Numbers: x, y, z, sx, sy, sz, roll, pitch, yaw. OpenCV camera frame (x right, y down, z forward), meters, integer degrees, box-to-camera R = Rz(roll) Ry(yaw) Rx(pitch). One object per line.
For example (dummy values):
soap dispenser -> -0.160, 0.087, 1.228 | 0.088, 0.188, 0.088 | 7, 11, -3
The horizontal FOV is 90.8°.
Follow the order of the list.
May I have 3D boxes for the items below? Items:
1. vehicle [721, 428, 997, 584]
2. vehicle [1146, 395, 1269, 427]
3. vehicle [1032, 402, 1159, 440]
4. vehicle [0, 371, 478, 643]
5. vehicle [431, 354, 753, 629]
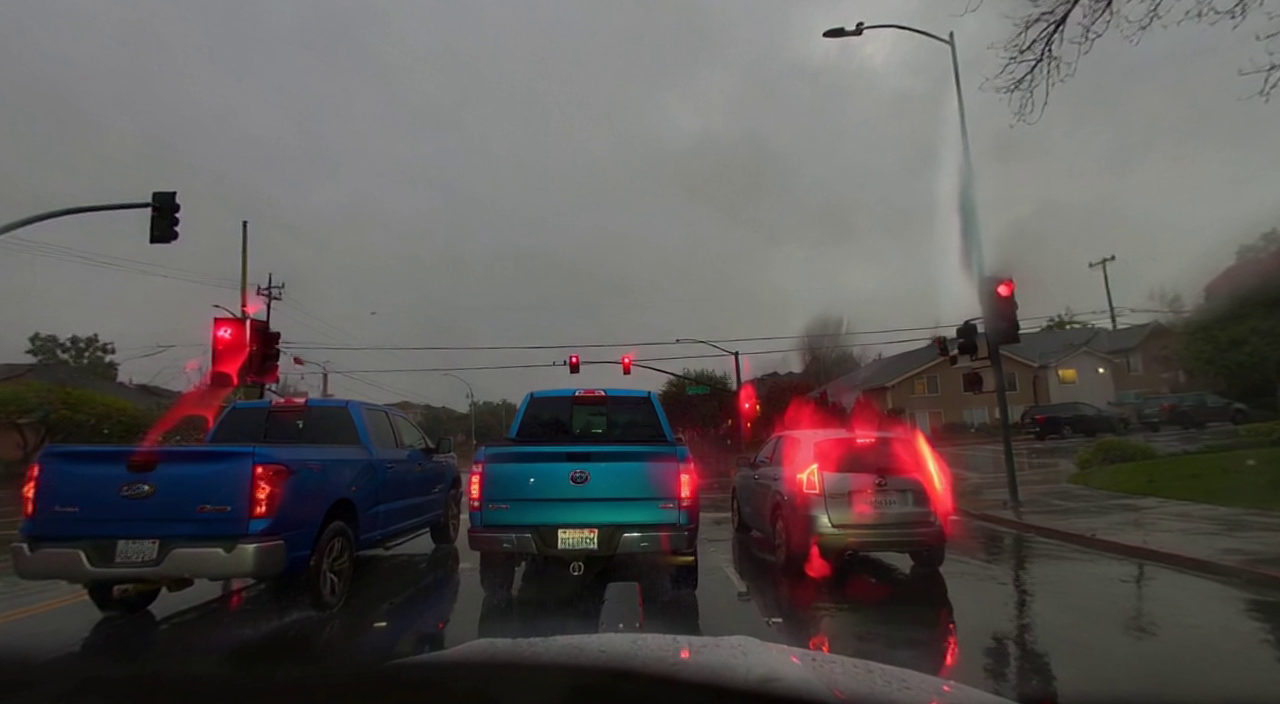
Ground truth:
vehicle -> 2.400, 1.815, 8.329 | 2.016, 1.481, 4.336 | 0, -9, -1
vehicle -> 29.278, 3.058, 32.680 | 4.540, 1.543, 1.803 | 0, -9, 1
vehicle -> 23.316, 3.585, 32.497 | 4.721, 1.866, 2.188 | 0, -9, 2
vehicle -> -3.462, 1.425, 6.927 | 2.146, 1.828, 5.148 | 0, -9, -2
vehicle -> -0.361, 1.313, 6.802 | 2.282, 1.964, 4.421 | 0, -9, -1
